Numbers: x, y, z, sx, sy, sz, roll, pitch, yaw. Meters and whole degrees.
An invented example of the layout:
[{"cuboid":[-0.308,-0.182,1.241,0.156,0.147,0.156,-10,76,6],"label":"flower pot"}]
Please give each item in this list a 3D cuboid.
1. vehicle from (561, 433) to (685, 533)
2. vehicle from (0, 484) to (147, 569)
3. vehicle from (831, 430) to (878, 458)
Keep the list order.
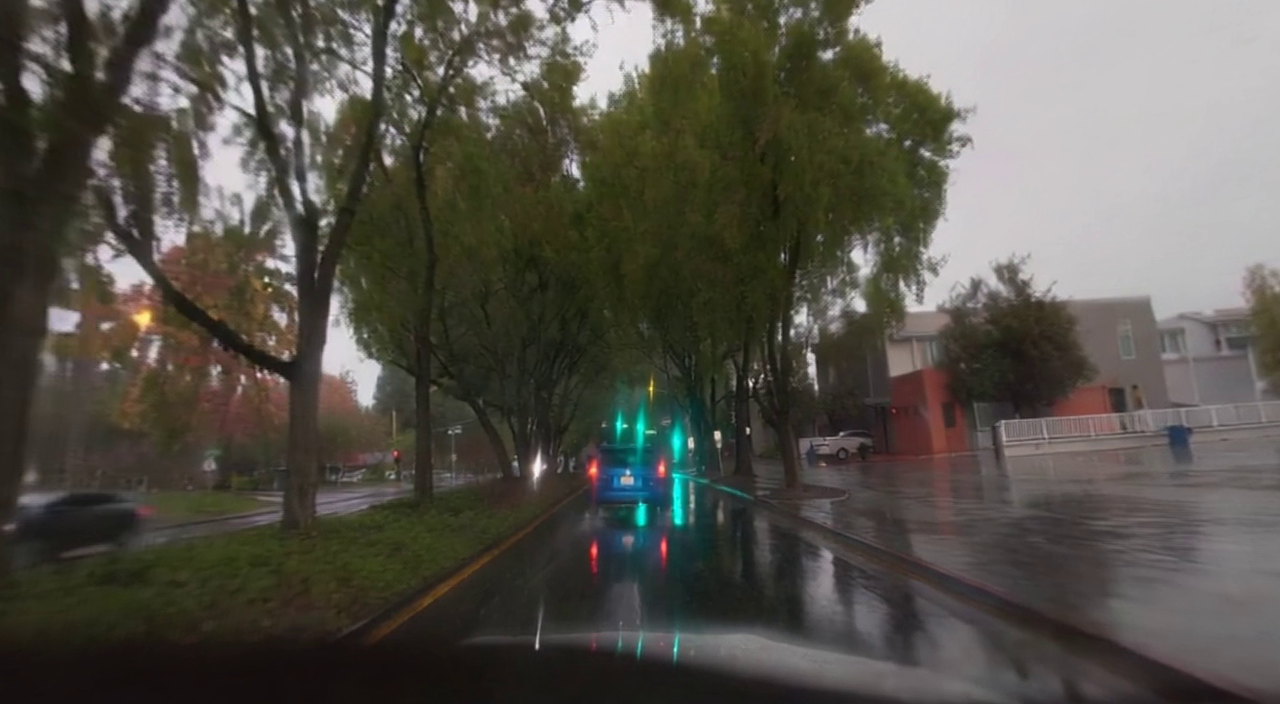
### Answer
[{"cuboid":[-0.341,2.582,13.007,2.136,1.703,3.910,0,-9,-1],"label":"vehicle"},{"cuboid":[-15.640,4.464,16.643,1.785,1.699,4.328,0,-9,0],"label":"vehicle"},{"cuboid":[16.092,6.953,47.684,2.039,1.990,5.111,-1,-9,3],"label":"vehicle"}]
